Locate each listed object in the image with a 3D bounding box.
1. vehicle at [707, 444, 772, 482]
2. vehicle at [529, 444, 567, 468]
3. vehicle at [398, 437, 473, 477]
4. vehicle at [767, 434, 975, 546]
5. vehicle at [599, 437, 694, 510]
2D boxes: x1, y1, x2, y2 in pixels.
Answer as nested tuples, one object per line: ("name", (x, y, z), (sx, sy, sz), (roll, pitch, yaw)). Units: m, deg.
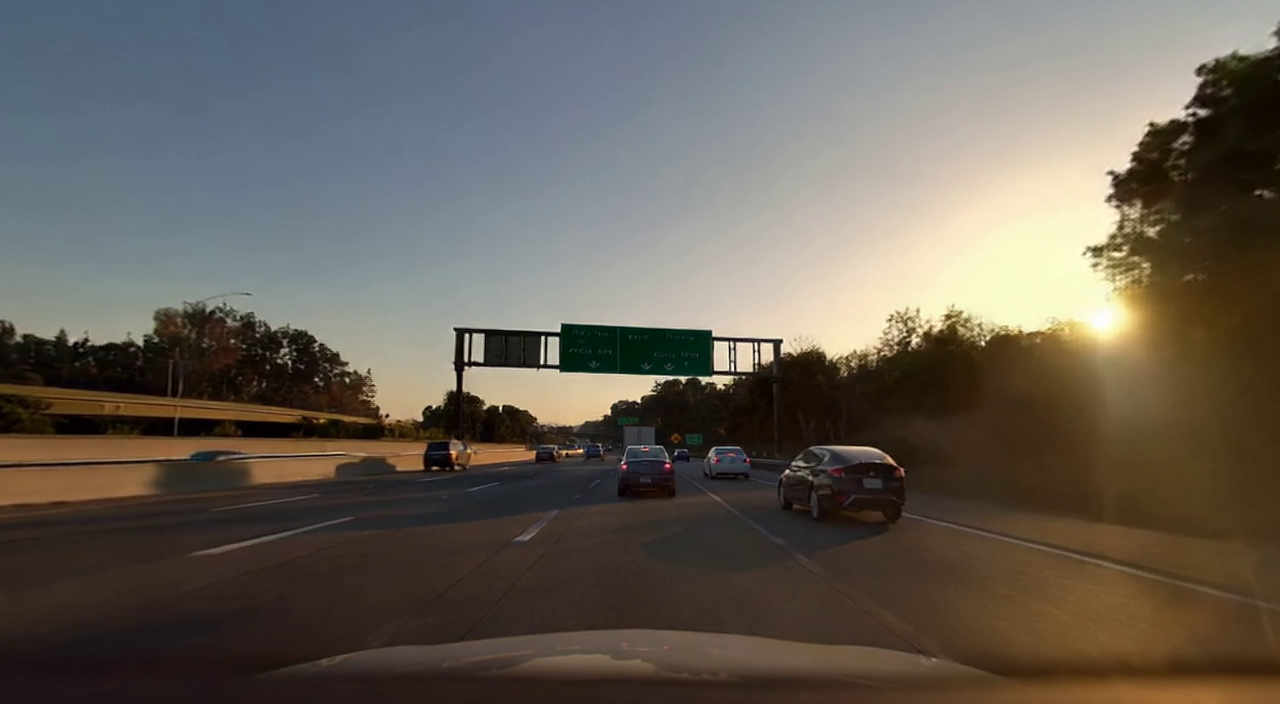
("vehicle", (4.196, 4.758, 27.299), (2.002, 1.499, 4.710), (0, -9, -1))
("vehicle", (-6.382, 7.250, 44.088), (2.014, 1.587, 4.265), (0, -9, 0))
("vehicle", (-10.024, 5.169, 31.331), (1.978, 1.821, 4.975), (0, -9, 1))
("vehicle", (3.617, 2.223, 10.791), (2.044, 1.523, 3.947), (0, -9, 0))
("vehicle", (0.152, 2.904, 15.513), (2.044, 1.554, 3.824), (0, -9, 0))
